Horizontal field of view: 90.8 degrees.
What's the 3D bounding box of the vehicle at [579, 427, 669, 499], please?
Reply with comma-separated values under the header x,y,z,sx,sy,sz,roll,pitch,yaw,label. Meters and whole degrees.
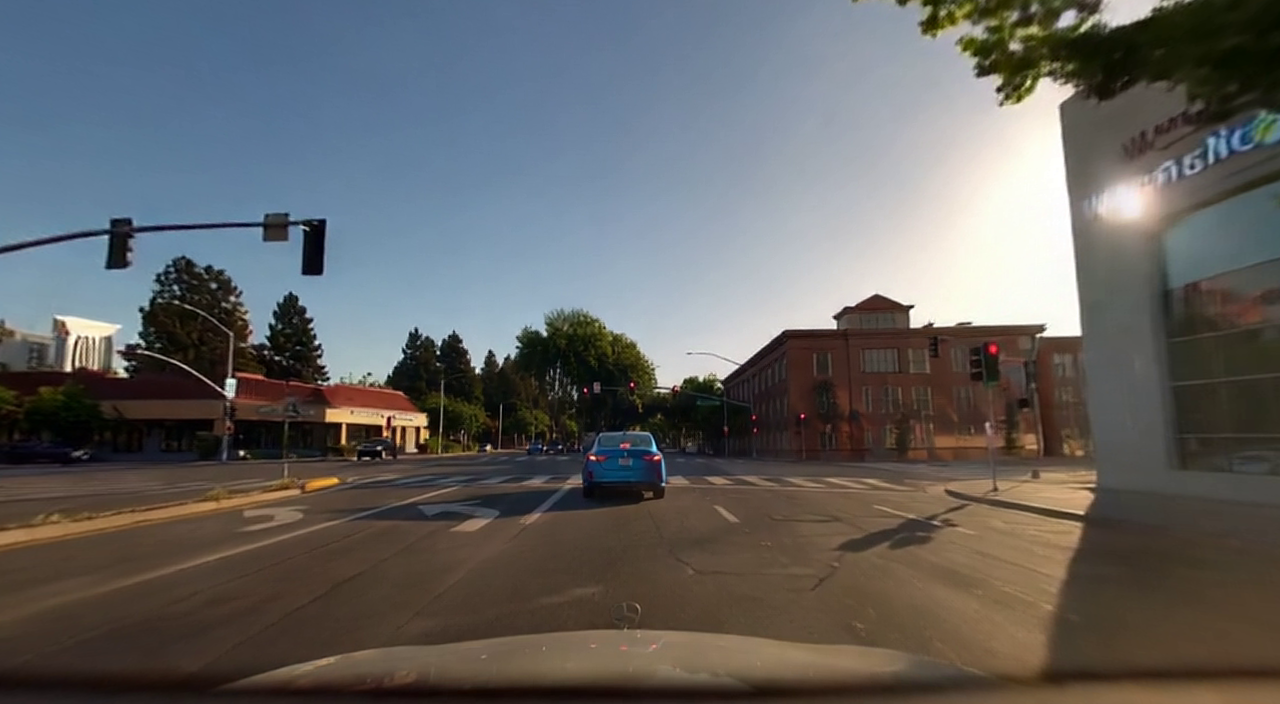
x,y,z,sx,sy,sz,roll,pitch,yaw,label
-0.406,2.856,16.568,2.066,1.618,3.922,0,-9,-1,vehicle
